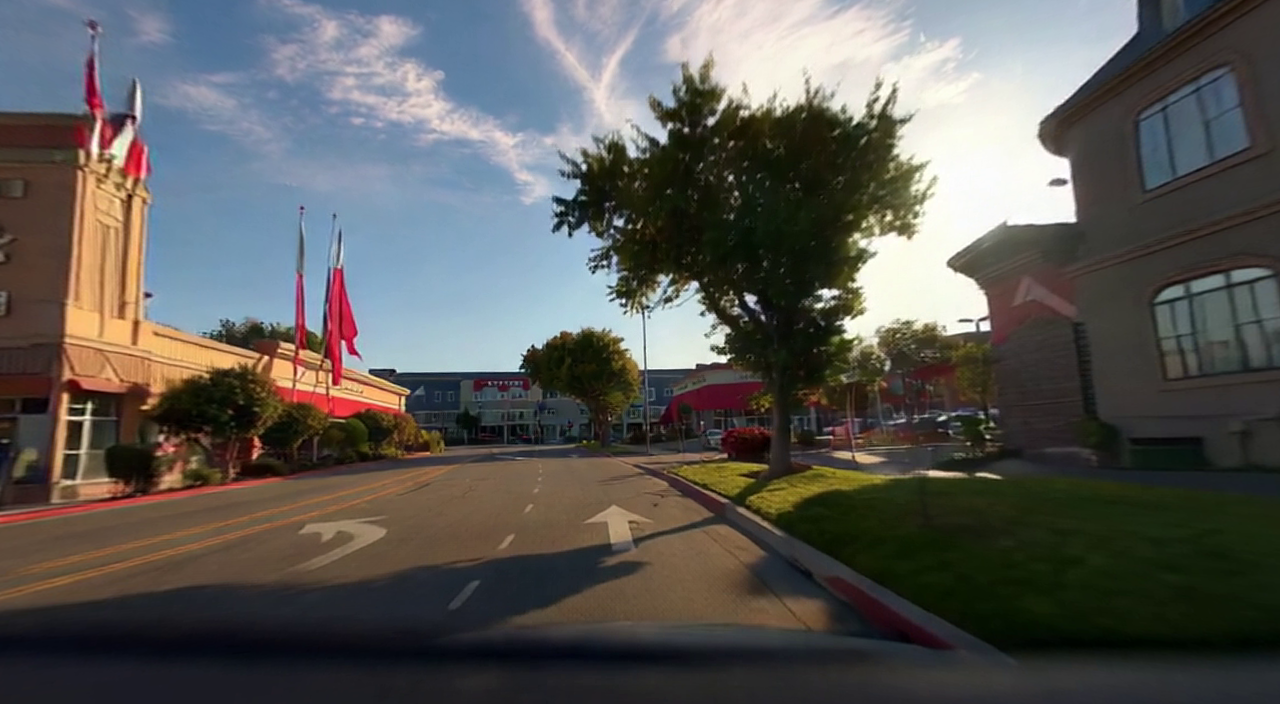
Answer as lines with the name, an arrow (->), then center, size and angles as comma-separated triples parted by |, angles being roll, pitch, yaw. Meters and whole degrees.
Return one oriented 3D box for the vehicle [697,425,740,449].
vehicle -> 5.288, 5.791, 42.854 | 1.769, 1.516, 3.520 | 0, -8, -13
